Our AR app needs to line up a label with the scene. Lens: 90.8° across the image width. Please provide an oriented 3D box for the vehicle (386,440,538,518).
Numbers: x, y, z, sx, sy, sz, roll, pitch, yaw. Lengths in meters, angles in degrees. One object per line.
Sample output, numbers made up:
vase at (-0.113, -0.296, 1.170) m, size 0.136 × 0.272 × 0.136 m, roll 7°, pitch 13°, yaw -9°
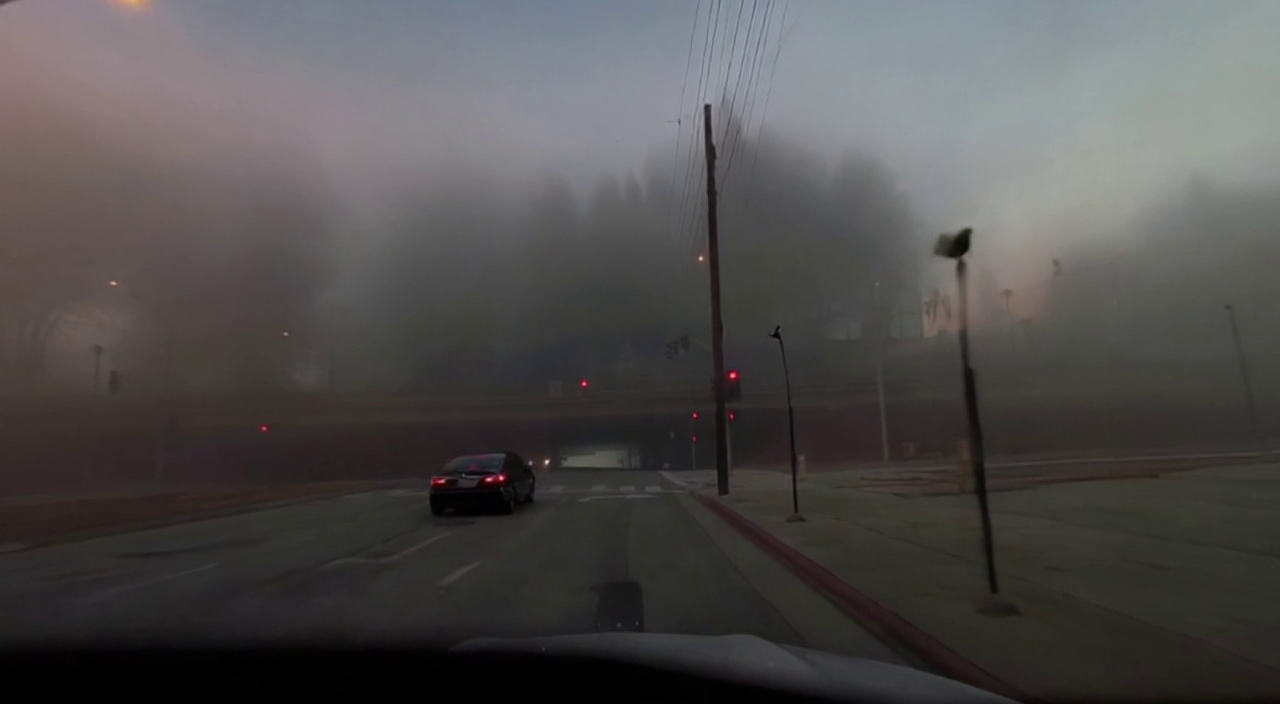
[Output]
vehicle at (-3.774, 2.798, 14.402) m, size 2.154 × 1.465 × 4.532 m, roll 0°, pitch -9°, yaw 0°

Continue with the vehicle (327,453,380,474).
vehicle at (-21.997, 8.587, 48.725) m, size 2.051 × 1.498 × 4.337 m, roll 0°, pitch -9°, yaw -1°
